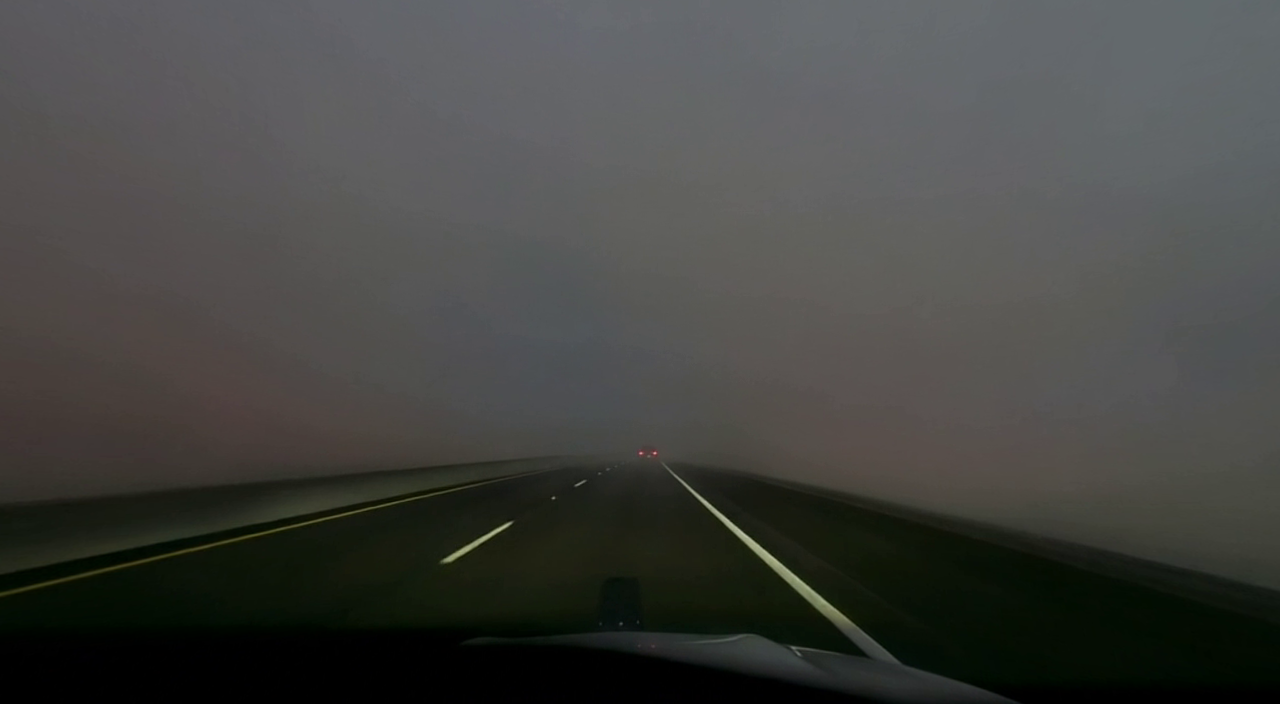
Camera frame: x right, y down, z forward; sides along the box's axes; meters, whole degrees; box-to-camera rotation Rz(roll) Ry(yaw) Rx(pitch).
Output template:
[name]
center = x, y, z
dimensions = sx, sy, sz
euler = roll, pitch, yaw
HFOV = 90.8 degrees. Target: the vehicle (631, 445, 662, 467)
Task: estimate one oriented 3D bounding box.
[vehicle]
center = 0.523, 7.778, 47.305
dimensions = 2.221, 1.603, 4.149
euler = 0, -9, 1
